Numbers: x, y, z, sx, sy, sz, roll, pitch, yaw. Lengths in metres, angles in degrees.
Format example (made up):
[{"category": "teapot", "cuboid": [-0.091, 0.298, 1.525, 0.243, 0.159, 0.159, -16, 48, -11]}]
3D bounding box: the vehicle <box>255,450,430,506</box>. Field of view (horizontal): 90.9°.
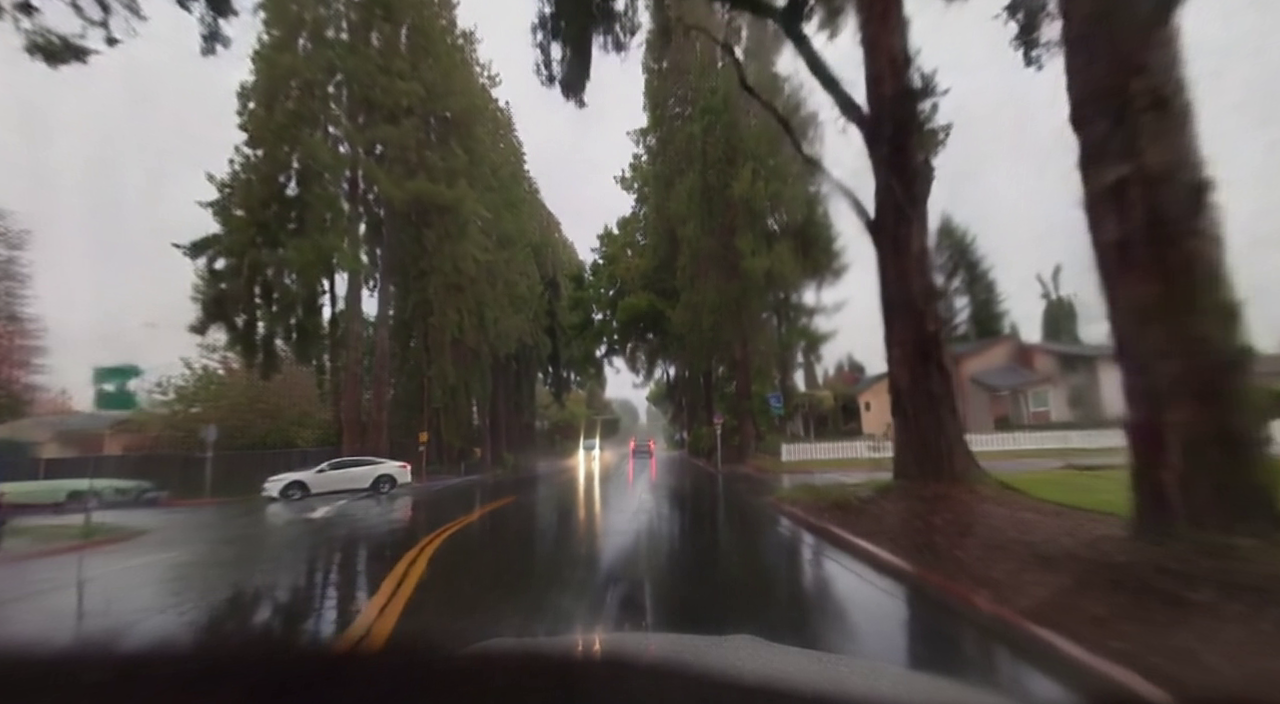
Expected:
[{"category": "vehicle", "cuboid": [-9.447, 4.019, 20.342, 4.594, 1.696, 1.971, 0, -8, -1]}]
